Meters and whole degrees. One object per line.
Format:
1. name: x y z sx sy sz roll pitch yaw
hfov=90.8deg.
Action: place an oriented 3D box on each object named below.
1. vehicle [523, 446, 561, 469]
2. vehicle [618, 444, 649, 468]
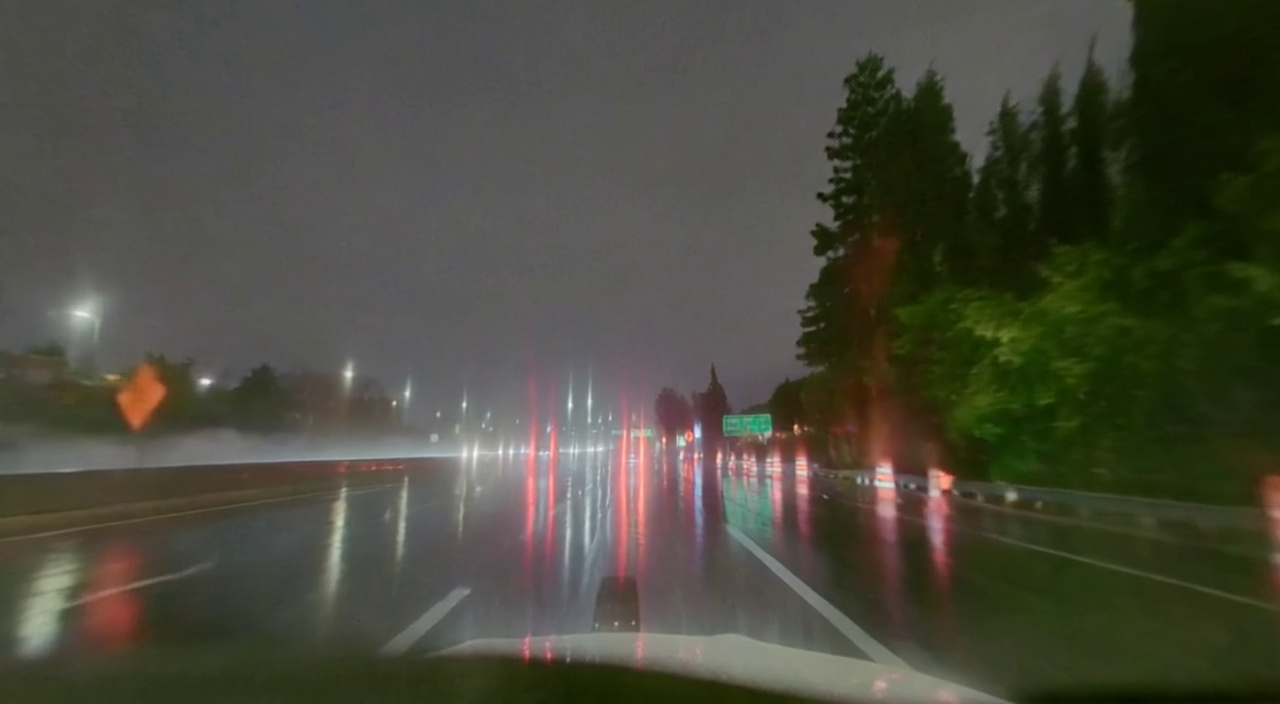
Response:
1. vehicle: -6.734 7.278 43.722 1.997 1.507 4.248 0 -9 0
2. vehicle: -0.446 7.385 44.999 2.109 1.638 3.856 0 -9 -1
